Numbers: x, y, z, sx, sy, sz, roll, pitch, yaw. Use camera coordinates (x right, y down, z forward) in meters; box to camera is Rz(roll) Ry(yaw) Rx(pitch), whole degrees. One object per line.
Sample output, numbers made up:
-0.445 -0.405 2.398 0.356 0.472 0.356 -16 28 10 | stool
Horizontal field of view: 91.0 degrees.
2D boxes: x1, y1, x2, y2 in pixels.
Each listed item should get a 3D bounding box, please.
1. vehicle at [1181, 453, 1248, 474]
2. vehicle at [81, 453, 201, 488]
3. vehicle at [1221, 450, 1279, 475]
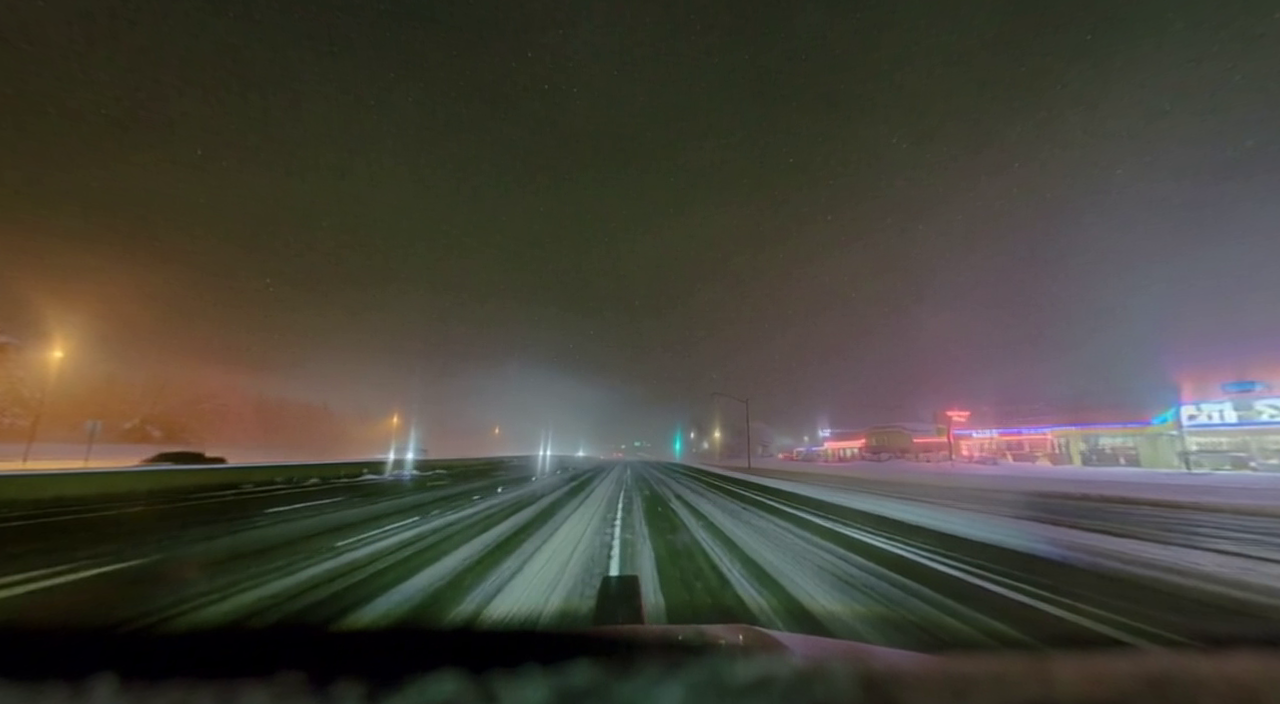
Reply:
45.208 8.729 49.682 1.951 1.528 4.497 -2 -9 16 | vehicle
-24.041 5.695 30.632 1.881 1.537 4.894 0 -9 0 | vehicle
48.162 8.533 48.971 2.296 1.632 4.498 -4 -8 13 | vehicle
